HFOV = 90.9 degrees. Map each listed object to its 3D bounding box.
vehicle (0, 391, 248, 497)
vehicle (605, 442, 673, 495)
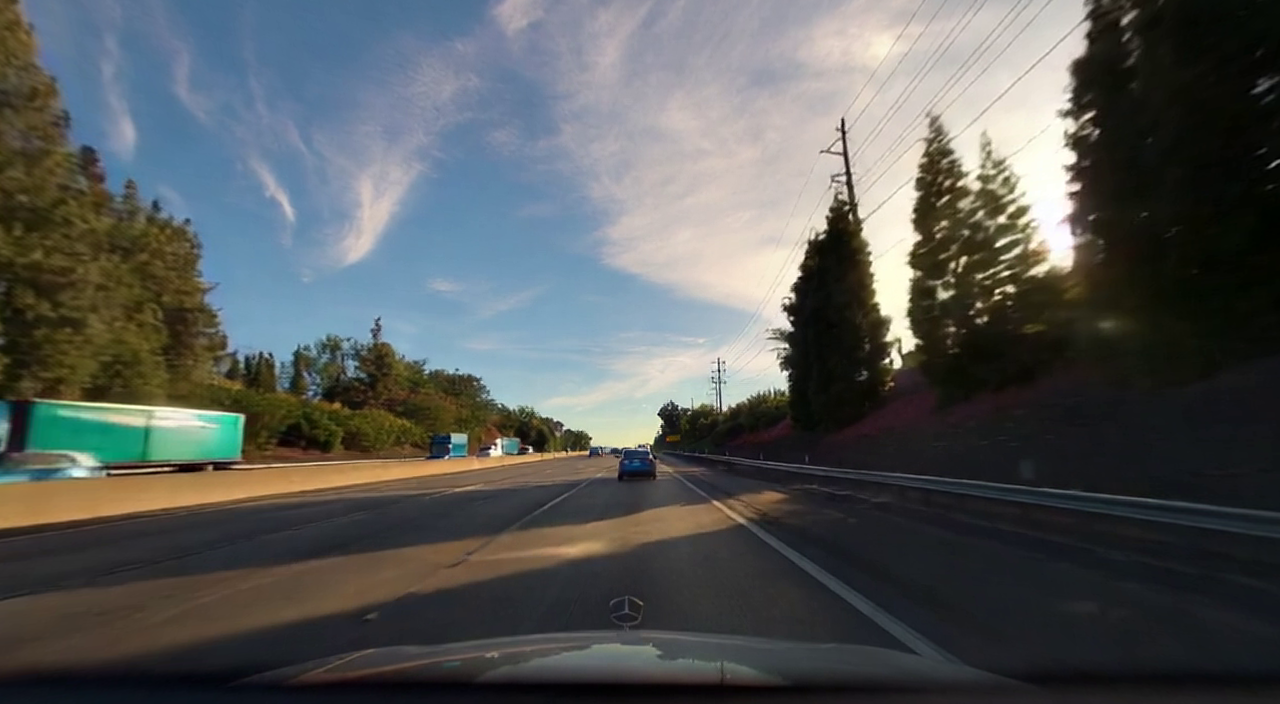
[{"bbox_3d":[-24.916,4.355,29.239,2.894,3.848,16.526,0,-9,0],"label":"vehicle"},{"bbox_3d":[-0.053,3.687,20.262,1.966,1.499,4.298,0,-9,-1],"label":"vehicle"}]
